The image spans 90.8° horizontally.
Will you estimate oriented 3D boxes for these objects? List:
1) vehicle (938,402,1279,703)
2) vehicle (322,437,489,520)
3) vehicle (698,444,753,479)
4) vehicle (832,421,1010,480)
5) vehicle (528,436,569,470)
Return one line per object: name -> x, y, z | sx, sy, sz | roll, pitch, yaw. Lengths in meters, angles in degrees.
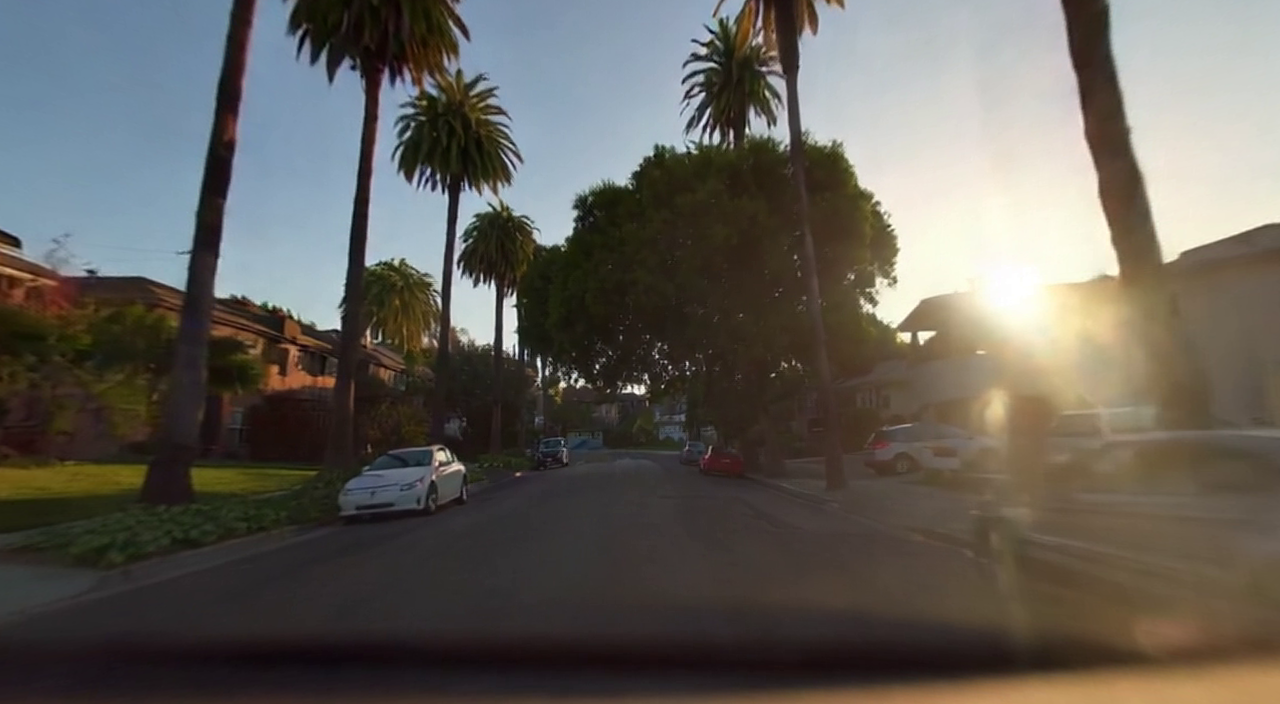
vehicle -> 4.007, 1.201, 4.178 | 1.987, 1.567, 4.112 | 0, -8, -1
vehicle -> -4.835, 2.690, 13.856 | 2.080, 1.479, 4.531 | 0, -9, -2
vehicle -> 3.848, 4.996, 29.242 | 1.867, 1.480, 4.678 | 0, -8, 0
vehicle -> 9.417, 3.329, 21.557 | 5.068, 1.888, 2.062 | 0, -8, 1
vehicle -> -5.500, 5.976, 37.709 | 2.106, 1.914, 4.363 | 2, -8, -12
